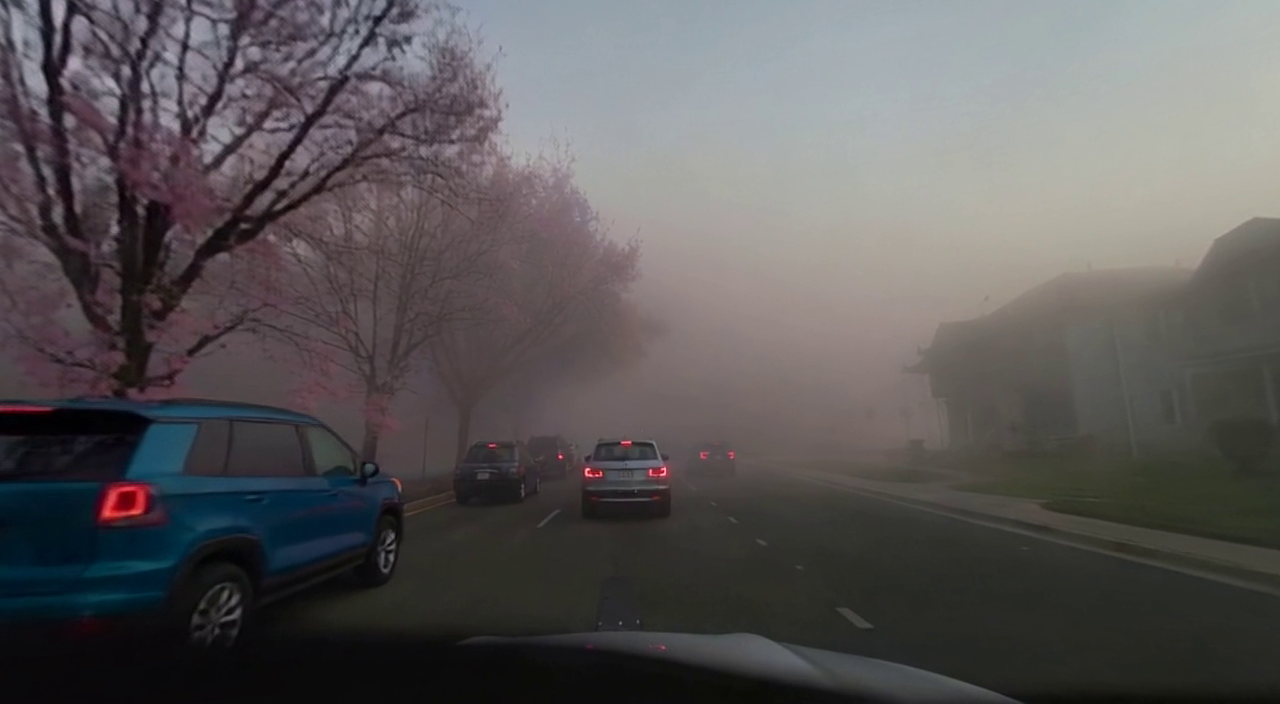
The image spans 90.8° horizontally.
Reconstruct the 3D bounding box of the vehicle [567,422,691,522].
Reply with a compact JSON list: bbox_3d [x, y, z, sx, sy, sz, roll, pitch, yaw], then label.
[{"bbox_3d":[-0.210,2.352,12.887,2.112,1.693,4.058,0,-8,-1],"label":"vehicle"}]

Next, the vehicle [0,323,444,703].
[{"bbox_3d":[-3.554,1.172,5.264,2.304,1.928,4.833,0,-8,0],"label":"vehicle"}]

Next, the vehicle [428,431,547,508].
[{"bbox_3d":[-3.662,2.909,16.066,1.948,1.668,4.279,0,-8,0],"label":"vehicle"}]

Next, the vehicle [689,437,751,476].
[{"bbox_3d":[3.686,4.906,30.003,2.188,1.685,4.604,0,-8,-2],"label":"vehicle"}]
